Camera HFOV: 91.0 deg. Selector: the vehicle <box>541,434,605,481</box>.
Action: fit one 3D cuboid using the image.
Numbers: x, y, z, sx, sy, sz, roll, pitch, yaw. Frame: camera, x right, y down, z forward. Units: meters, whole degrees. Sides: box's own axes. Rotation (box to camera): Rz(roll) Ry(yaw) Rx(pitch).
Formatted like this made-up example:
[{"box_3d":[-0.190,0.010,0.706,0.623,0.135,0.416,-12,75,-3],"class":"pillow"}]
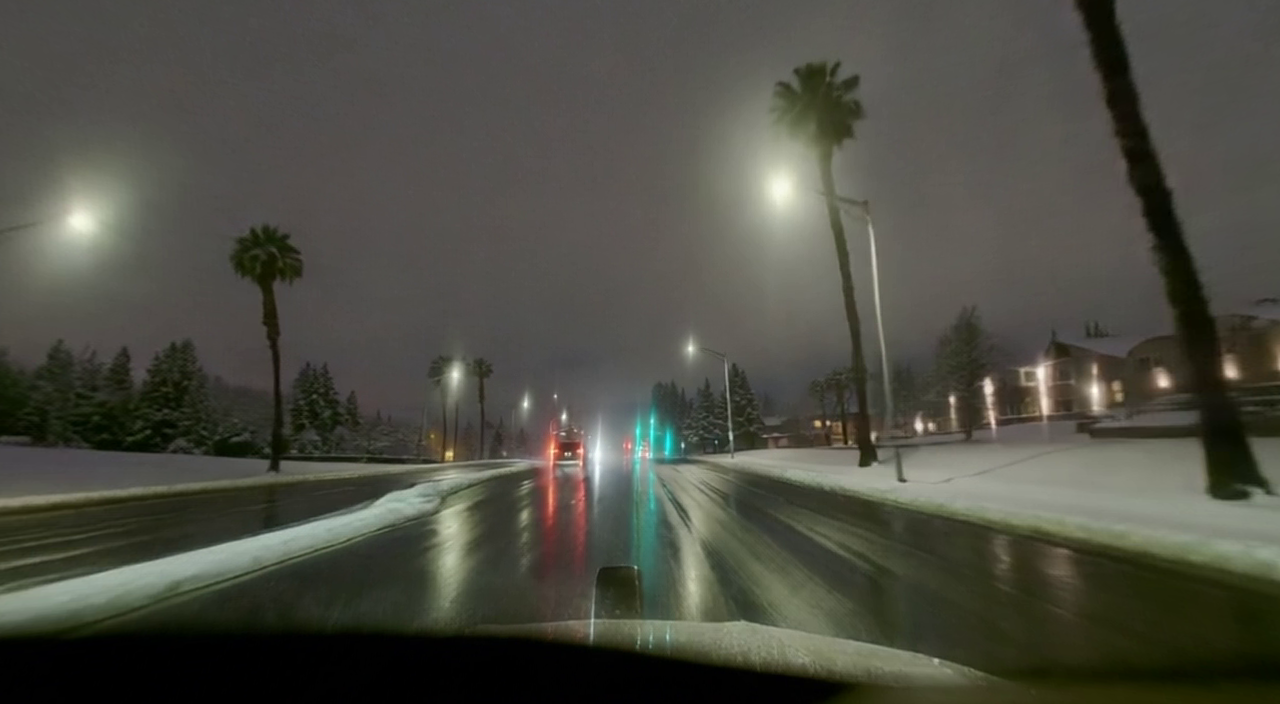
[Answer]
[{"box_3d":[-3.006,4.952,29.700,2.370,1.968,5.698,0,-9,1],"class":"vehicle"}]
